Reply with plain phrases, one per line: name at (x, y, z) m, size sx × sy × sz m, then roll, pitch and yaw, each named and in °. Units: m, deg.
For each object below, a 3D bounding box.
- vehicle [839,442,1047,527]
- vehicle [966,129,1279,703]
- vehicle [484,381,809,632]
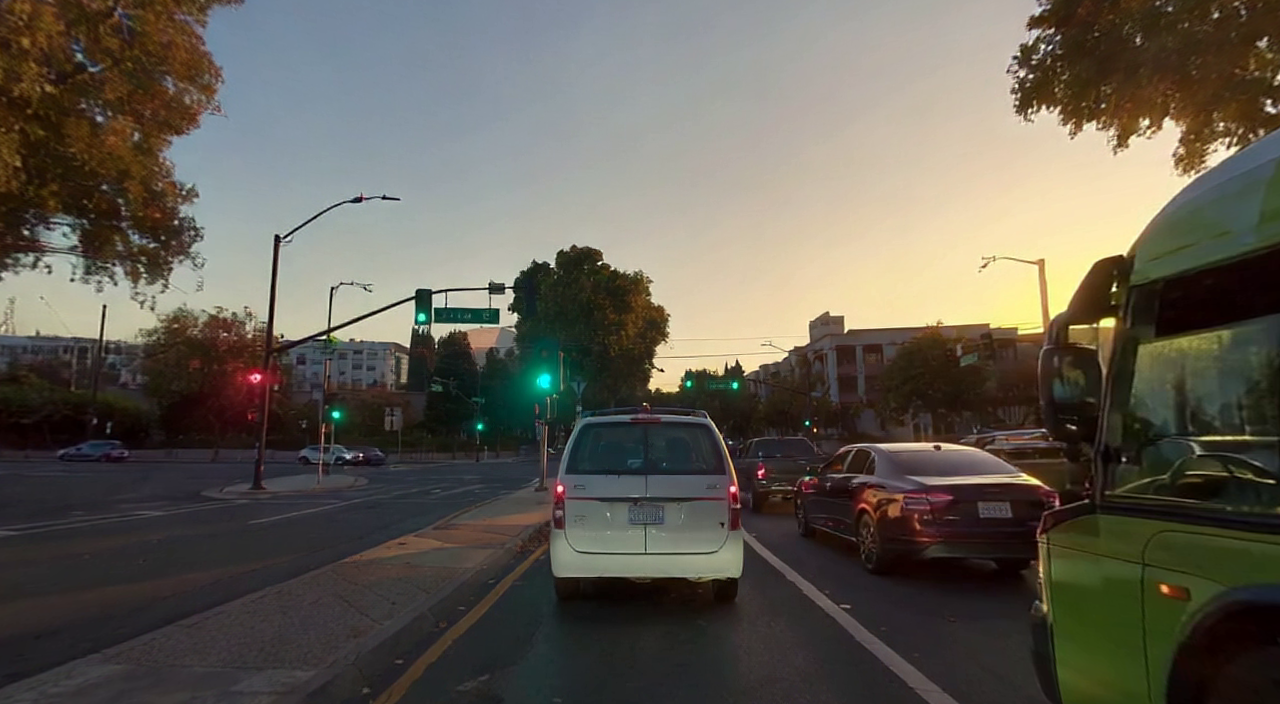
vehicle at (5.992, 2.638, 13.223) m, size 1.987 × 1.457 × 4.675 m, roll 0°, pitch -8°, yaw -1°
vehicle at (2.617, 0.318, 0.427) m, size 2.037 × 2.065 × 5.037 m, roll 0°, pitch -8°, yaw 0°
vehicle at (0.021, 1.475, 7.009) m, size 2.381 × 1.842 × 4.603 m, roll 0°, pitch -8°, yaw -1°
